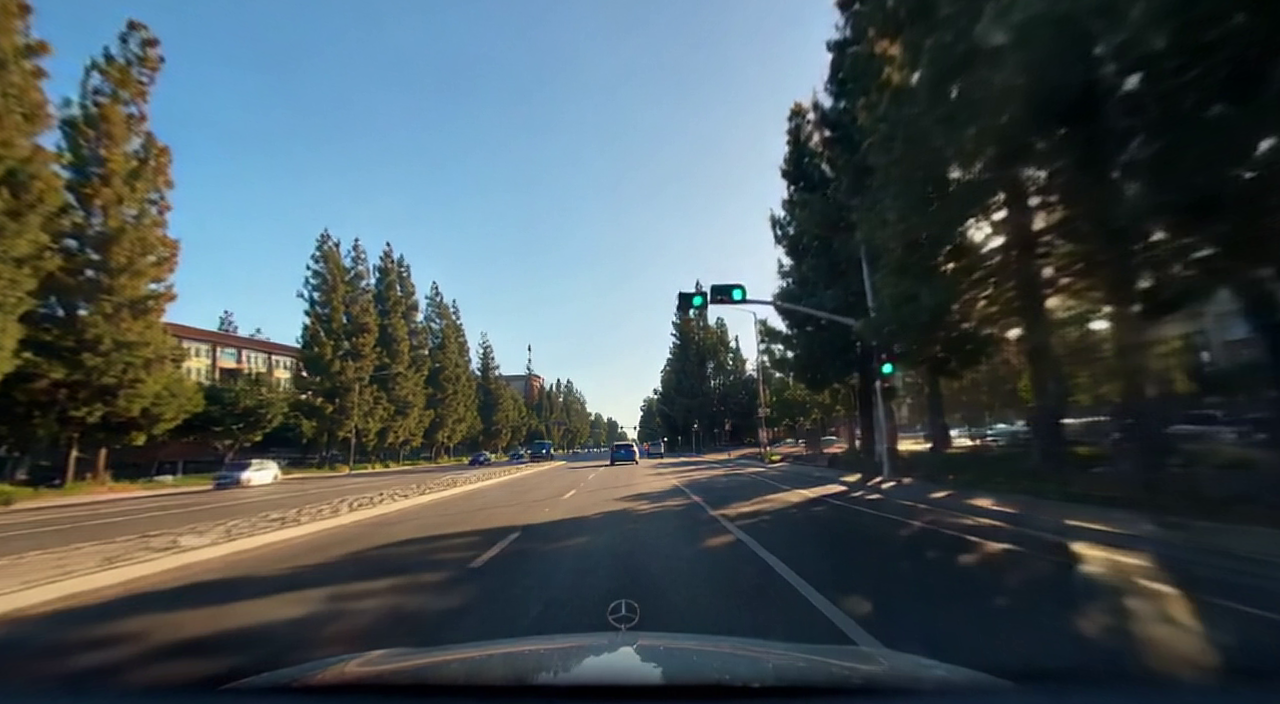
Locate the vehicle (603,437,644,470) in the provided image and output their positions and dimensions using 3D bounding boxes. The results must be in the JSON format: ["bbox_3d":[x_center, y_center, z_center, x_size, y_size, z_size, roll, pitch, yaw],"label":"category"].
[{"bbox_3d":[-0.877,5.711,35.620,2.174,1.703,4.231,0,-9,0],"label":"vehicle"}]

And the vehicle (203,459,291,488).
[{"bbox_3d":[-22.685,7.013,36.703,1.961,1.486,4.853,0,-9,0],"label":"vehicle"}]
